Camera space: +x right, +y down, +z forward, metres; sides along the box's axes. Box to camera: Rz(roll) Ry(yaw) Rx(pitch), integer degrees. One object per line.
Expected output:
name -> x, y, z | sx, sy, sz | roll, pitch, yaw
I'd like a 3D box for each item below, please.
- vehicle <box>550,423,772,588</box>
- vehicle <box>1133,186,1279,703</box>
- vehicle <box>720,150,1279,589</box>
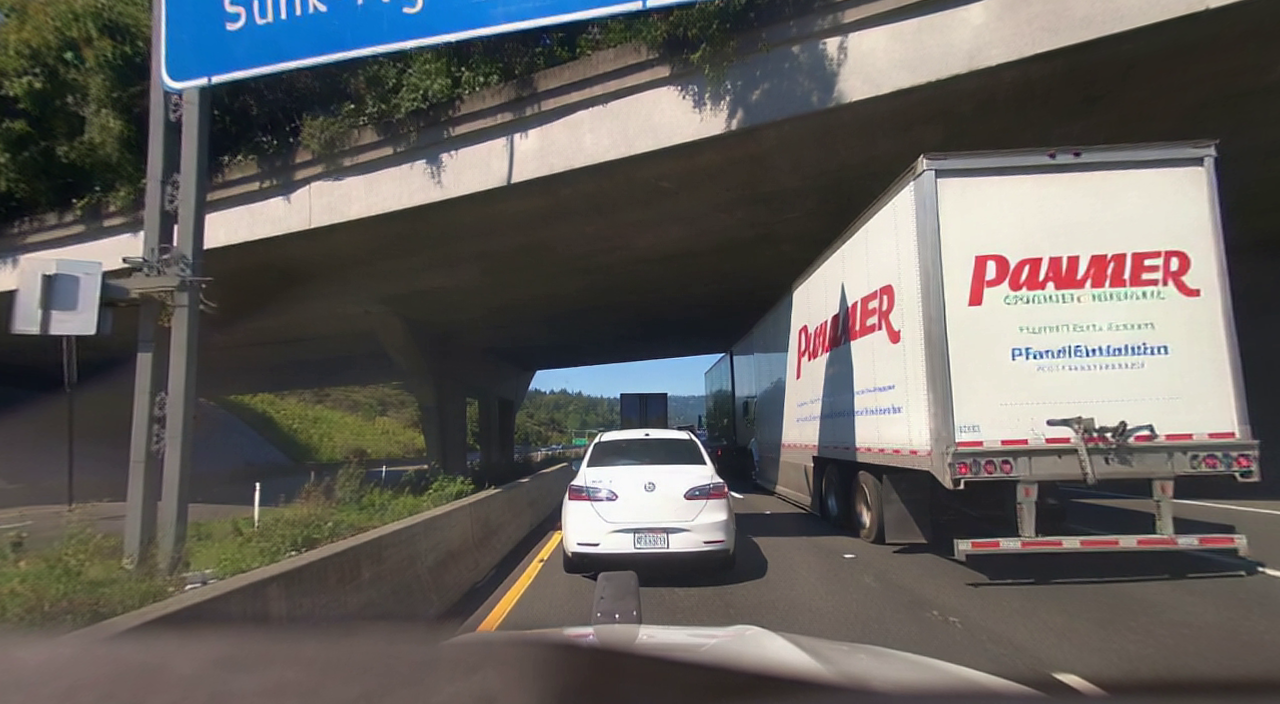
vehicle -> 0.179, 1.676, 7.685 | 2.045, 1.490, 3.597 | -1, -8, 0
vehicle -> 4.729, 0.119, 0.616 | 2.892, 2.615, 6.650 | 0, -8, -2
vehicle -> 4.183, 1.053, 12.926 | 2.827, 4.081, 14.305 | 0, -8, -1
